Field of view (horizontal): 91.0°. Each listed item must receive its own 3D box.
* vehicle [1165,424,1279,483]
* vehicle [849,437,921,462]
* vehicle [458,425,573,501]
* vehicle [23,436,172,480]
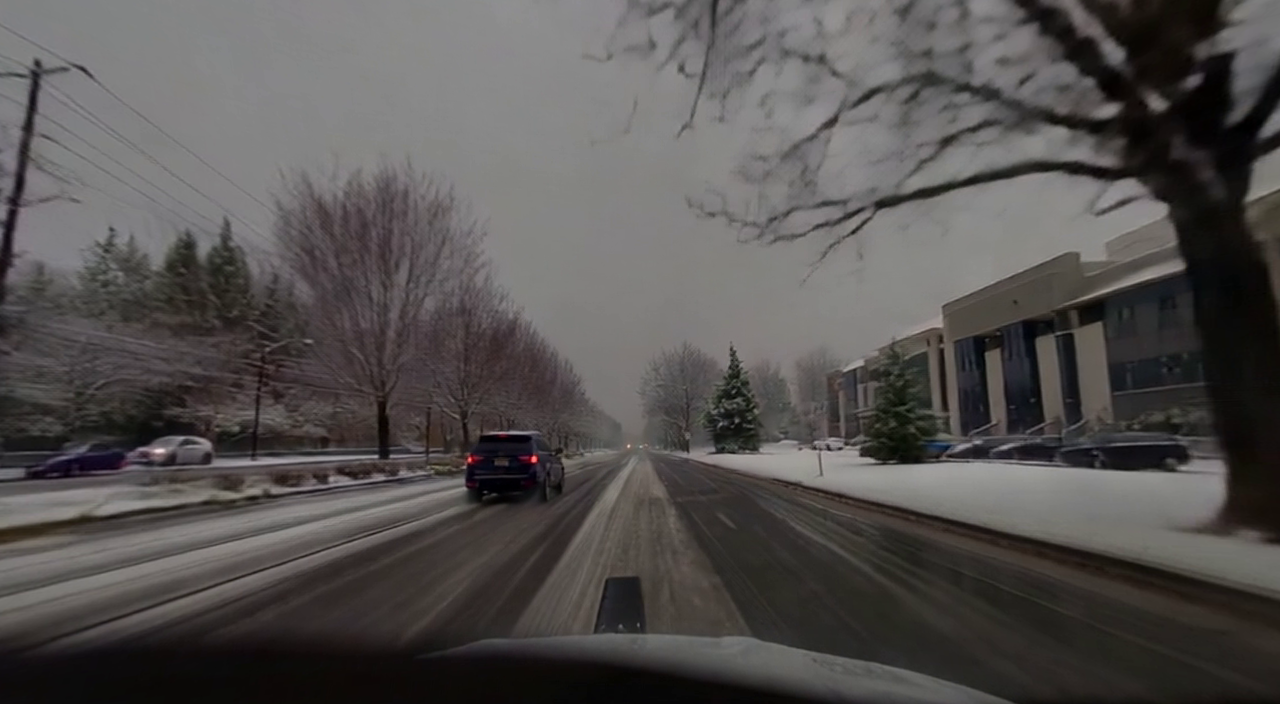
[{"bbox_3d":[18.107,2.904,18.020,4.360,1.552,2.071,1,-9,-4],"label":"vehicle"},{"bbox_3d":[18.176,7.254,46.767,4.475,1.668,1.983,-1,-8,-3],"label":"vehicle"},{"bbox_3d":[-3.204,2.982,17.303,2.112,1.779,4.489,0,-8,2],"label":"vehicle"},{"bbox_3d":[-25.409,4.976,29.886,2.142,1.895,5.528,0,-8,0],"label":"vehicle"}]
